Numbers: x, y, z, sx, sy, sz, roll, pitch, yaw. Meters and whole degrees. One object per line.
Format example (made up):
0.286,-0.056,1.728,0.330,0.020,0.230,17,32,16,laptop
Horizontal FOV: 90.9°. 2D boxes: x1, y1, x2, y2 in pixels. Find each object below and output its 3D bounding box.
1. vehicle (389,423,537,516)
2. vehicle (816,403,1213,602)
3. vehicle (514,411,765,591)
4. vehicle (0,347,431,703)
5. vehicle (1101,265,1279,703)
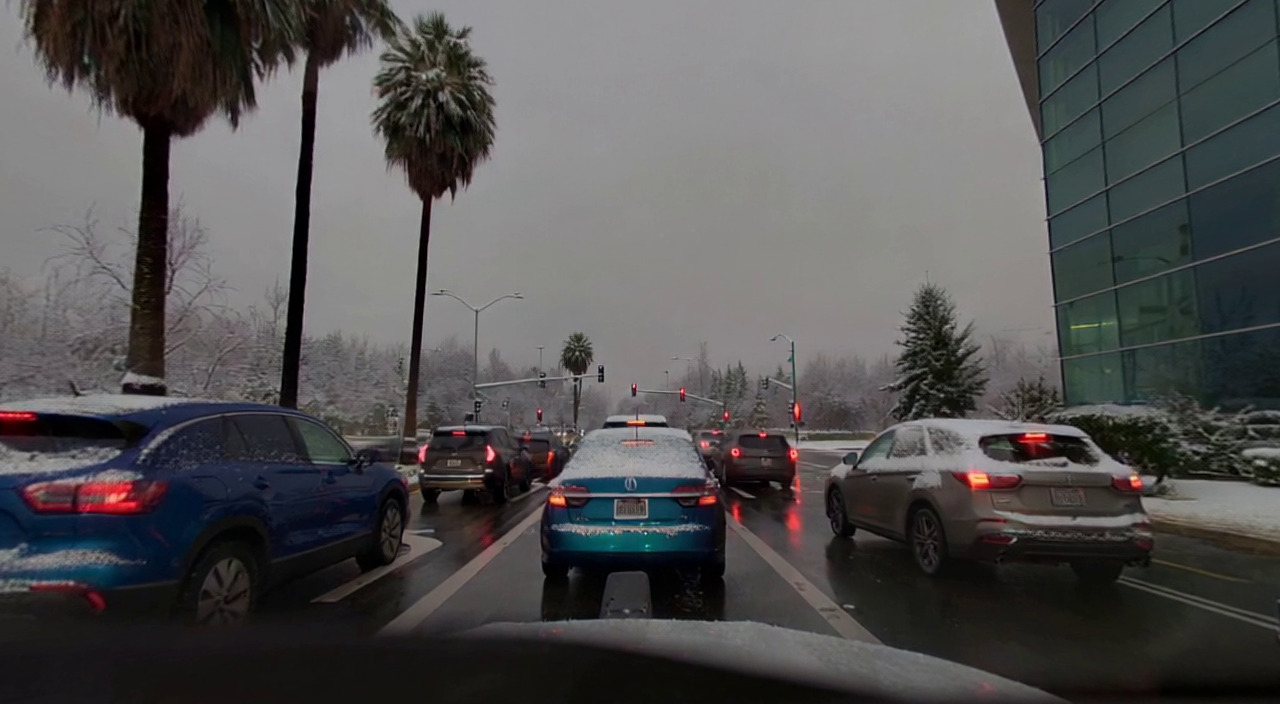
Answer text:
-3.466,2.377,13.167,1.917,1.631,3.768,0,-8,1,vehicle
3.838,1.618,7.680,2.064,1.696,4.431,0,-8,-1,vehicle
-0.046,1.647,7.837,2.219,1.586,4.321,0,-8,-1,vehicle
-3.541,1.172,5.379,2.014,1.775,4.404,0,-8,-1,vehicle
2.980,0.428,0.233,2.117,1.879,4.715,0,-8,2,vehicle
